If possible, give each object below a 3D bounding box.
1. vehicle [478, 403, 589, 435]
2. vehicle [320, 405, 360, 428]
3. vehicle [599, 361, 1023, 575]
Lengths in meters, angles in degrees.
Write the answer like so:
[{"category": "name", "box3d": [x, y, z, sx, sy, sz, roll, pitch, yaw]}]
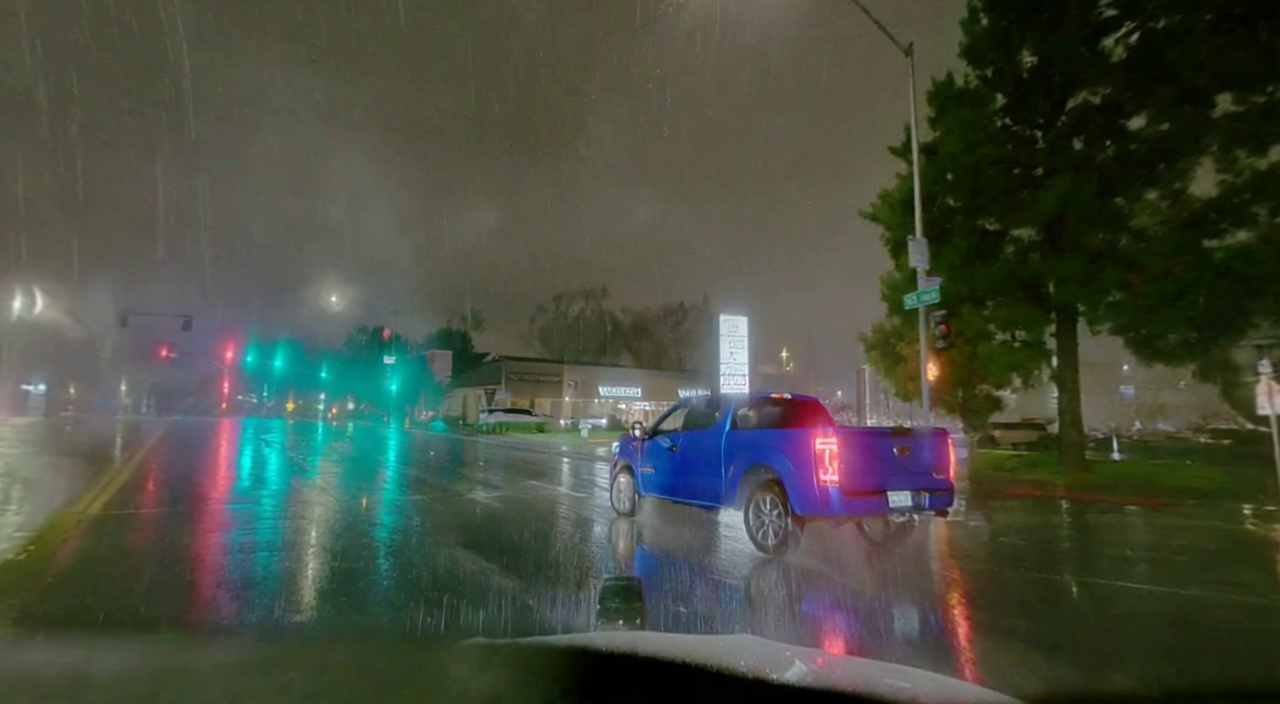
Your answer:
[{"category": "vehicle", "box3d": [-7.783, 5.002, 46.647, 7.551, 2.142, 2.896, 5, -8, -35]}, {"category": "vehicle", "box3d": [-21.666, 4.685, 45.535, 1.842, 1.467, 4.633, 6, -10, -34]}, {"category": "vehicle", "box3d": [1.696, 1.483, 8.799, 2.402, 1.922, 5.677, 5, -10, -28]}]
